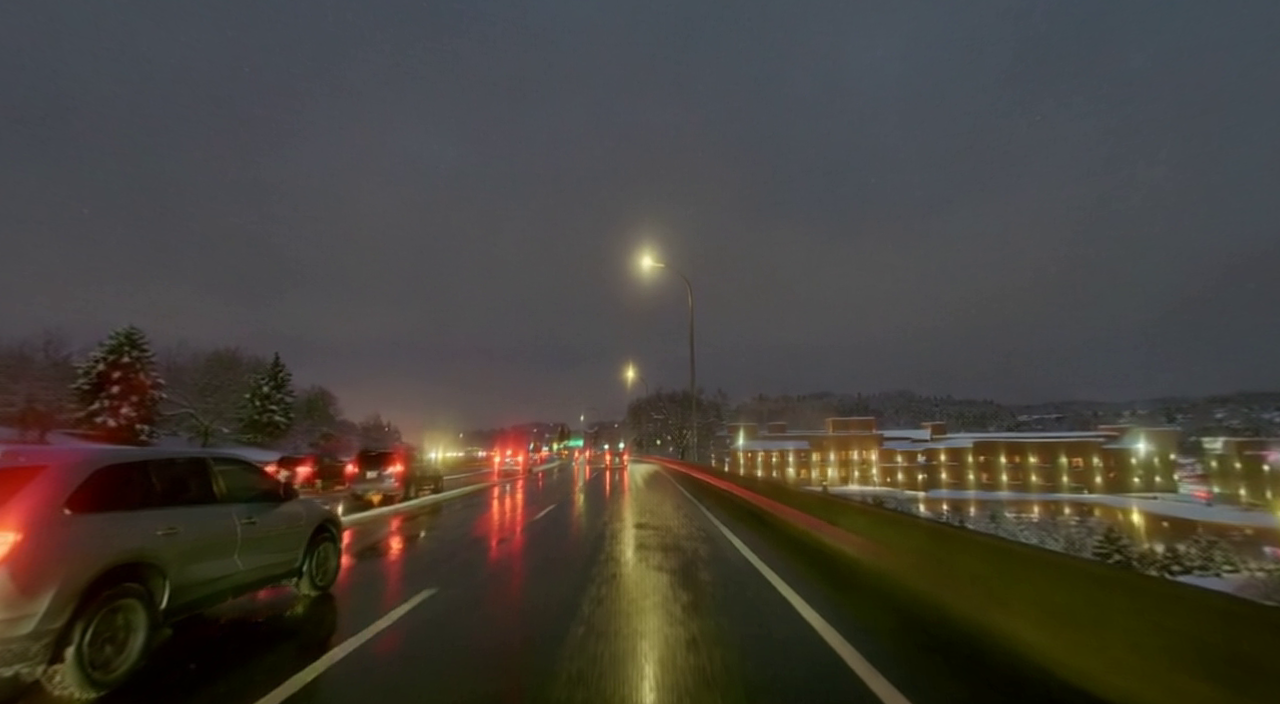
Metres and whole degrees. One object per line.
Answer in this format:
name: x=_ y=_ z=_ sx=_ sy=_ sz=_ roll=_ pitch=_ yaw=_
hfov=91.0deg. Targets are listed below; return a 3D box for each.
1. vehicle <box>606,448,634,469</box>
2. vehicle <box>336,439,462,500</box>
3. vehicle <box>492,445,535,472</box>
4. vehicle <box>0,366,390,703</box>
vehicle: x=-1.557 y=8.183 z=48.761 sx=2.110 sy=1.501 sz=4.319 roll=0 pitch=-9 yaw=-2
vehicle: x=-7.302 y=3.592 z=19.707 sx=2.075 sy=1.642 sz=4.638 roll=0 pitch=-9 yaw=1
vehicle: x=-8.465 y=7.150 z=42.617 sx=2.065 sy=1.689 sz=4.399 roll=0 pitch=-9 yaw=-1
vehicle: x=-3.733 y=1.182 z=4.352 sx=2.036 sy=1.717 sz=4.592 roll=0 pitch=-9 yaw=1
